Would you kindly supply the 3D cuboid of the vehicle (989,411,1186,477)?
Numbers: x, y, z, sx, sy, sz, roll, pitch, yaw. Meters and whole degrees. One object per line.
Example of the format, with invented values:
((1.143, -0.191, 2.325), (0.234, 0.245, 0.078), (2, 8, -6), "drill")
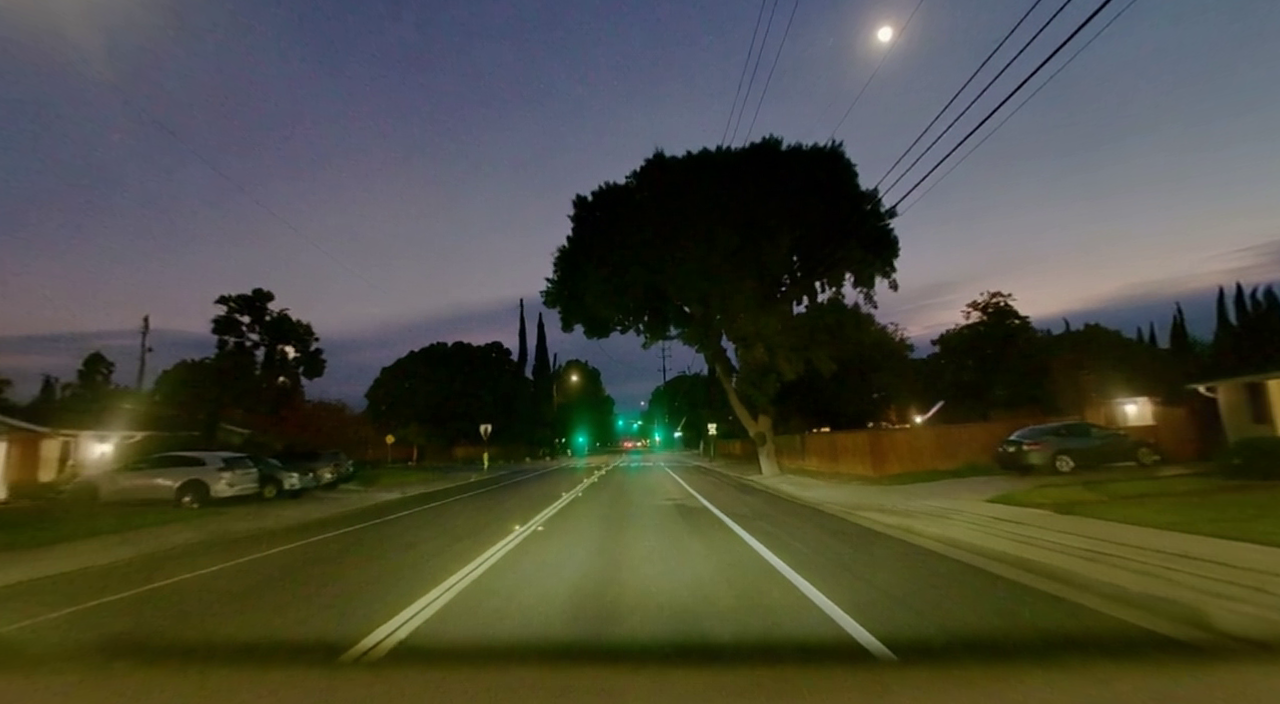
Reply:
((13.158, 2.719, 18.693), (4.653, 1.775, 1.906), (2, -8, -10), "vehicle")

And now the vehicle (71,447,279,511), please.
((-12.321, 3.362, 16.995), (3.927, 1.560, 2.049), (0, -8, -1), "vehicle")
